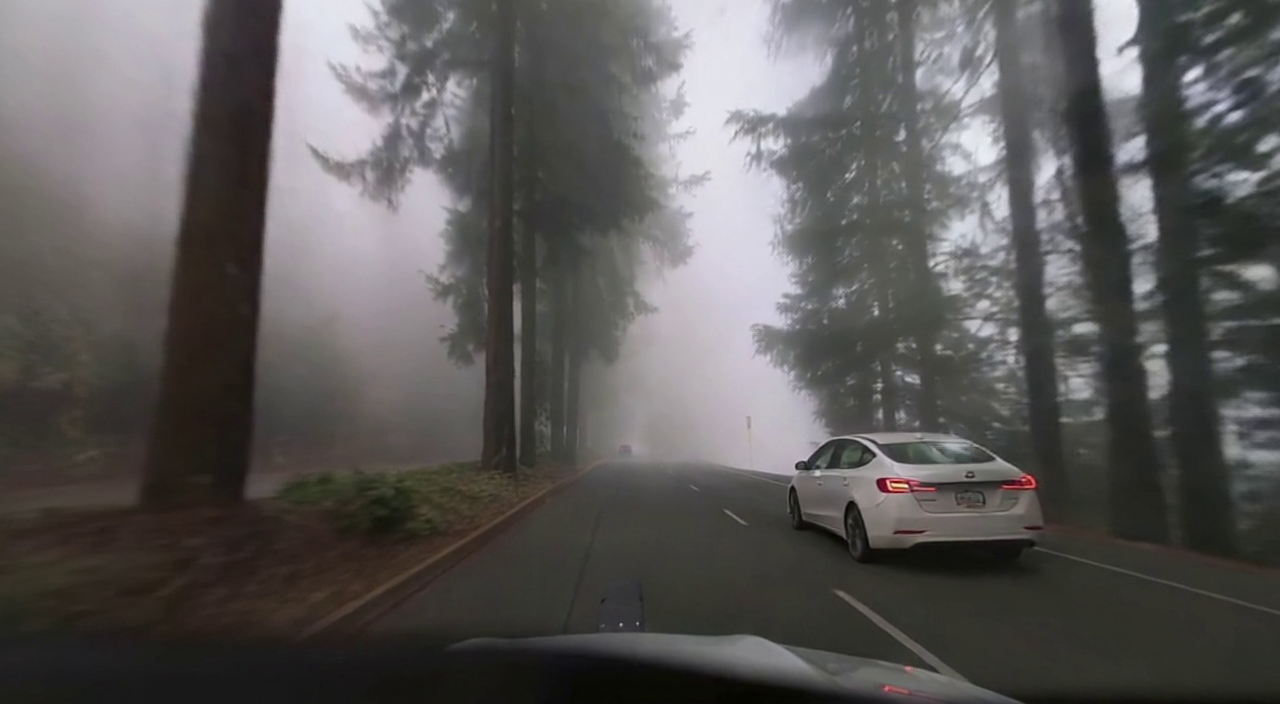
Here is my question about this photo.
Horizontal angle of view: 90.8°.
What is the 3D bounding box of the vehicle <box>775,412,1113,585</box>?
[{"bbox_3d":[3.340,1.710,8.266,2.060,1.584,4.592,0,-8,-1],"label":"vehicle"}]
